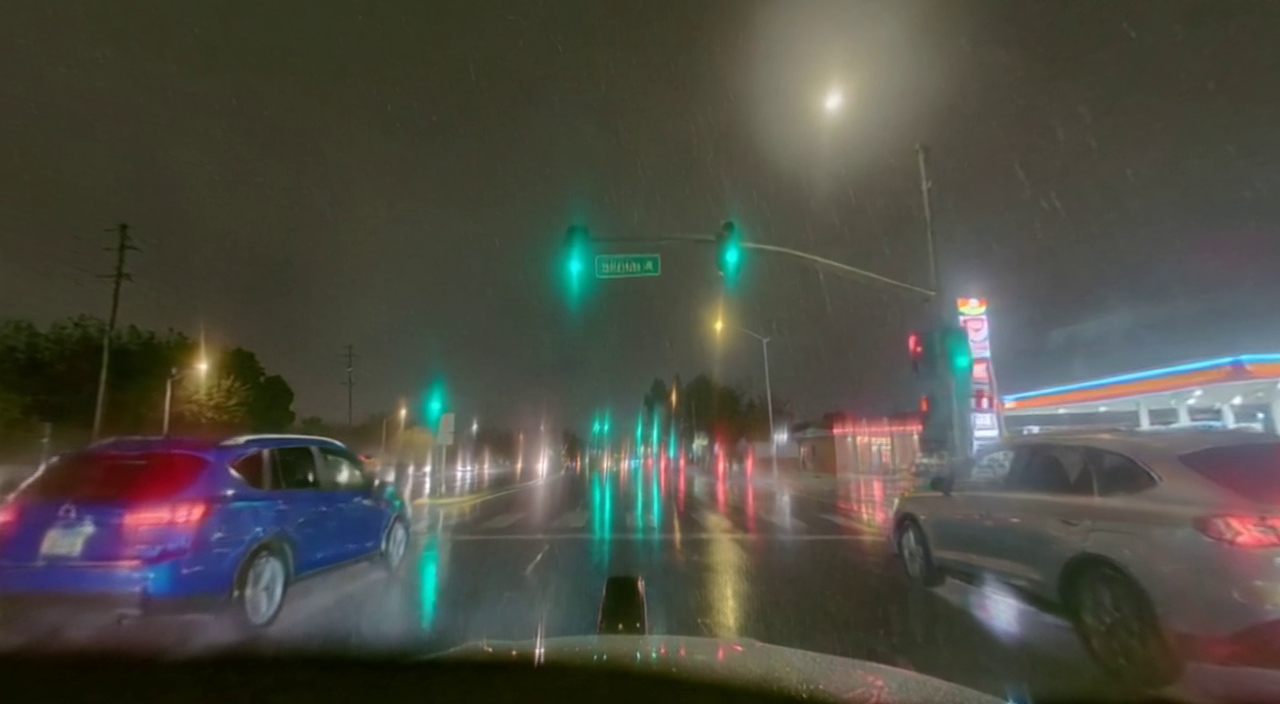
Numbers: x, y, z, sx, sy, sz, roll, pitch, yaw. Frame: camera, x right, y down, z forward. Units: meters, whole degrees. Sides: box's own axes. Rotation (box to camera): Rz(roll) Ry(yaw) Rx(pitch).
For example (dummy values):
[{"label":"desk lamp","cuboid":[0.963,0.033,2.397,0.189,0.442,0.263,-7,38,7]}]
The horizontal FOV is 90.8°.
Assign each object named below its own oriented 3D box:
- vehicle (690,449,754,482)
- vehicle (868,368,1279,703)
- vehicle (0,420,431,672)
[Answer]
[{"label":"vehicle","cuboid":[4.431,6.246,35.052,2.066,1.699,4.419,2,-9,-13]},{"label":"vehicle","cuboid":[3.423,1.178,4.237,2.085,1.655,4.459,0,-9,0]},{"label":"vehicle","cuboid":[-3.721,1.580,6.219,1.935,1.617,4.045,0,-9,0]}]
